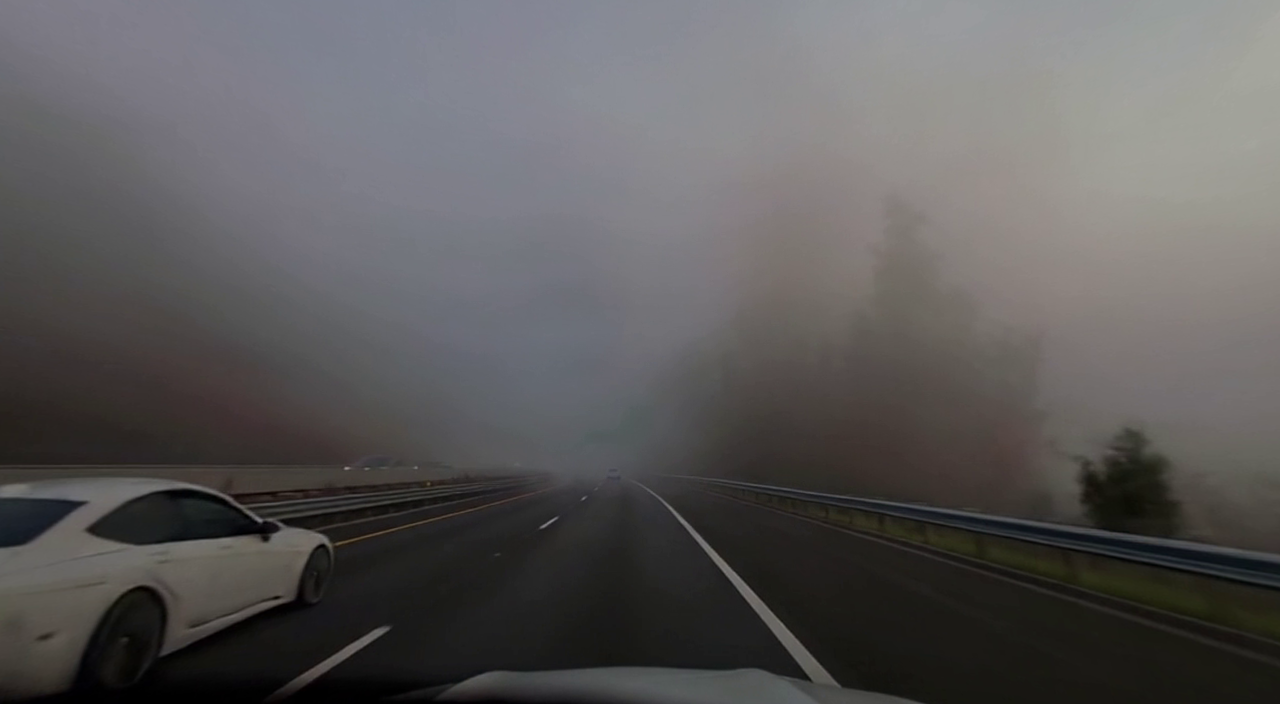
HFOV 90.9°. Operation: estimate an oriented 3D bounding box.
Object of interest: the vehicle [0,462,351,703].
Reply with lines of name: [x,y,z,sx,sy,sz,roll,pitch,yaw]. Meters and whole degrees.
vehicle: [-4.500,1.620,4.893,2.131,1.485,4.858,1,-11,1]
